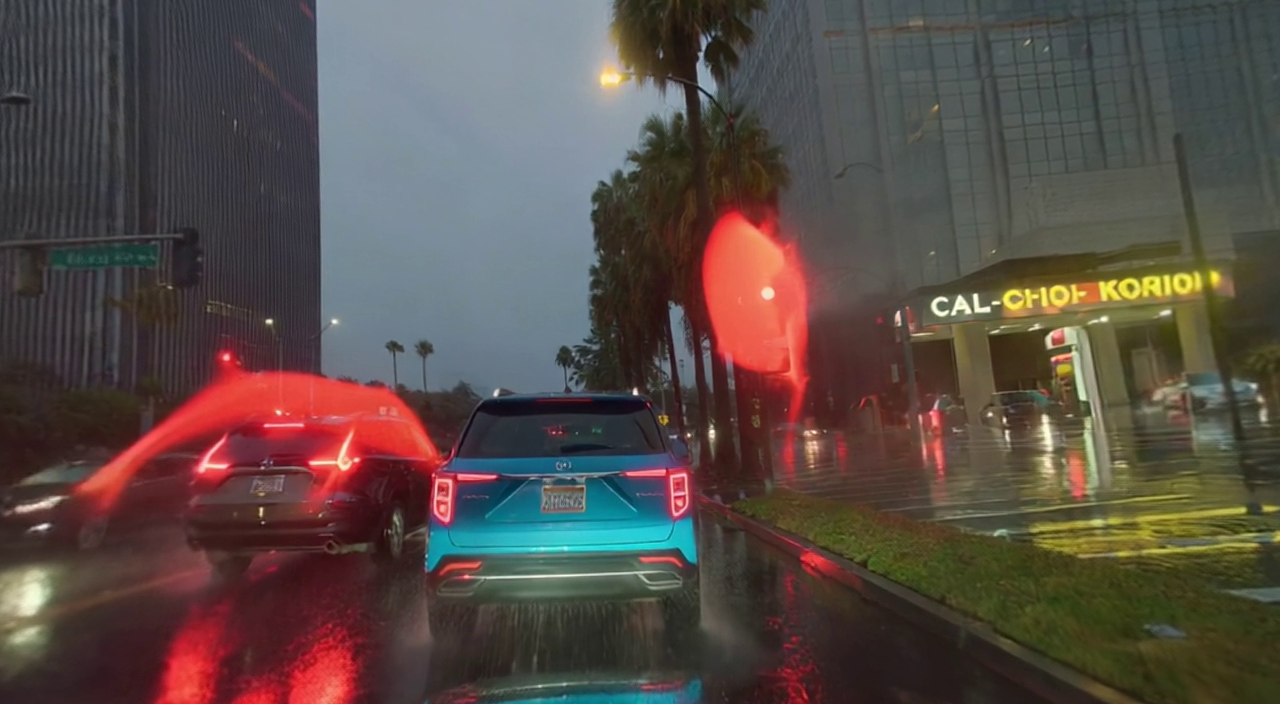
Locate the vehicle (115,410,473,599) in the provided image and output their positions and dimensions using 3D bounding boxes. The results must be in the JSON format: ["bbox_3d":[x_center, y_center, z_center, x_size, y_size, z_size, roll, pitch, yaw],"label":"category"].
[{"bbox_3d":[-3.811,1.751,8.340,2.097,1.692,5.030,0,-8,-3],"label":"vehicle"}]

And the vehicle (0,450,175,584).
[{"bbox_3d":[-10.409,2.626,10.952,2.176,1.796,5.011,2,-9,-17],"label":"vehicle"}]

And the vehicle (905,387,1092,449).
[{"bbox_3d":[12.583,2.362,22.428,5.307,2.076,2.122,0,-8,-4],"label":"vehicle"}]

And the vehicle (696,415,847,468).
[{"bbox_3d":[4.436,3.098,21.851,4.712,1.706,1.956,0,-8,-3],"label":"vehicle"}]

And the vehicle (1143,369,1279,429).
[{"bbox_3d":[21.654,1.737,22.813,5.033,1.999,2.259,0,-8,-3],"label":"vehicle"}]

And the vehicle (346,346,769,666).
[{"bbox_3d":[-0.549,1.261,6.295,2.519,1.913,4.819,0,-8,-2],"label":"vehicle"}]
